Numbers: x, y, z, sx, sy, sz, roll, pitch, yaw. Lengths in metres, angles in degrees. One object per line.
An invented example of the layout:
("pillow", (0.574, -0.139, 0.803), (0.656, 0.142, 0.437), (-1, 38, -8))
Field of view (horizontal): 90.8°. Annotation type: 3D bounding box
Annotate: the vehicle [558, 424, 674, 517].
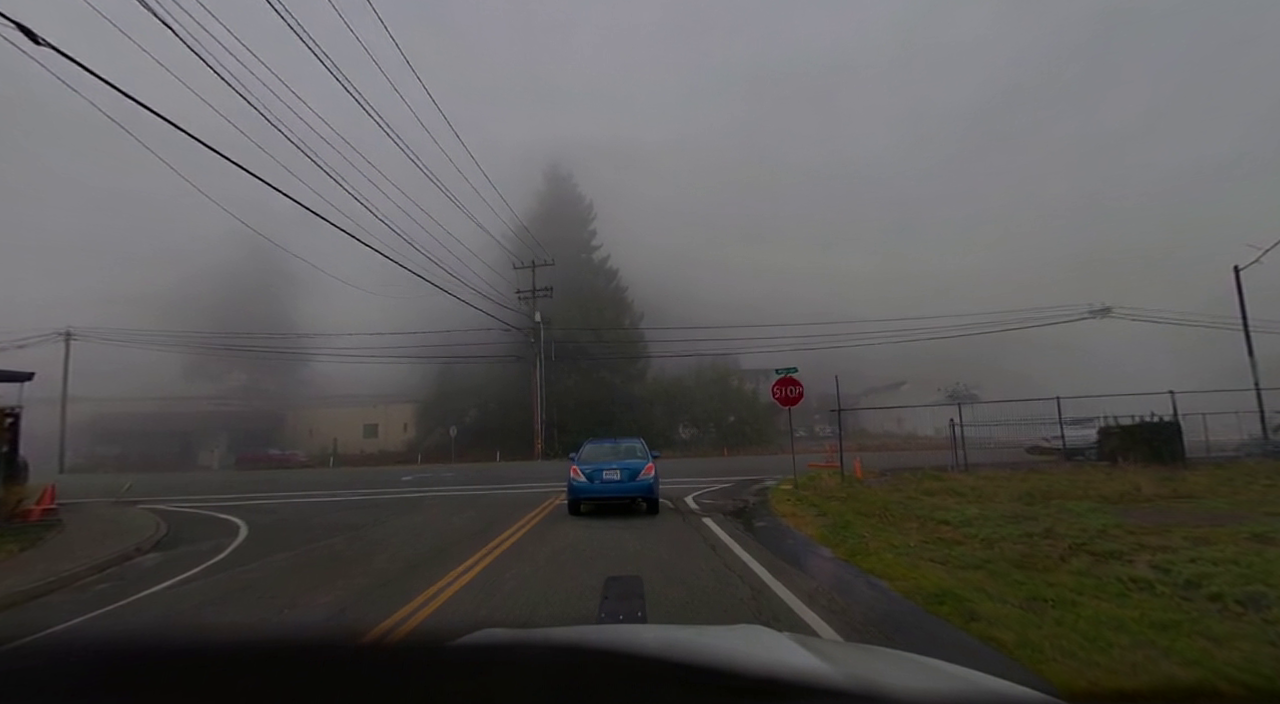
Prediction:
("vehicle", (-0.574, 2.504, 13.826), (2.137, 1.698, 4.166), (0, -8, -4))
